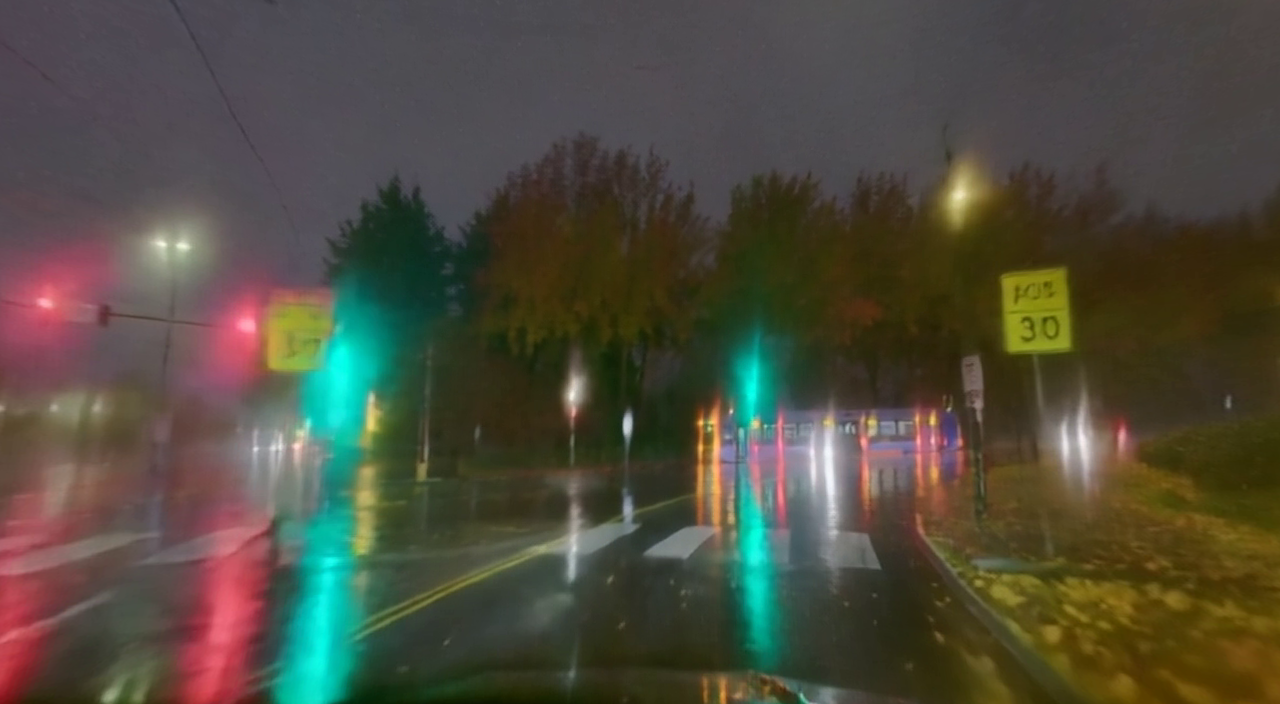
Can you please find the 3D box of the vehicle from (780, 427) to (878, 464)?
[{"bbox_3d":[9.767,4.821,32.368,4.687,1.760,2.028,4,-10,-27],"label":"vehicle"}]

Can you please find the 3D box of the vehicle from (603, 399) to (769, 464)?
[{"bbox_3d":[3.013,5.129,39.959,10.391,3.725,2.904,4,-10,-24],"label":"vehicle"}]

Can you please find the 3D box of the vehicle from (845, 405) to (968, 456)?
[{"bbox_3d":[20.860,6.045,48.804,10.068,3.618,2.878,2,-9,-28],"label":"vehicle"}]

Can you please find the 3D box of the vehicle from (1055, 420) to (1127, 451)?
[{"bbox_3d":[31.332,5.818,43.533,4.386,2.070,2.092,4,-10,-26],"label":"vehicle"}]
